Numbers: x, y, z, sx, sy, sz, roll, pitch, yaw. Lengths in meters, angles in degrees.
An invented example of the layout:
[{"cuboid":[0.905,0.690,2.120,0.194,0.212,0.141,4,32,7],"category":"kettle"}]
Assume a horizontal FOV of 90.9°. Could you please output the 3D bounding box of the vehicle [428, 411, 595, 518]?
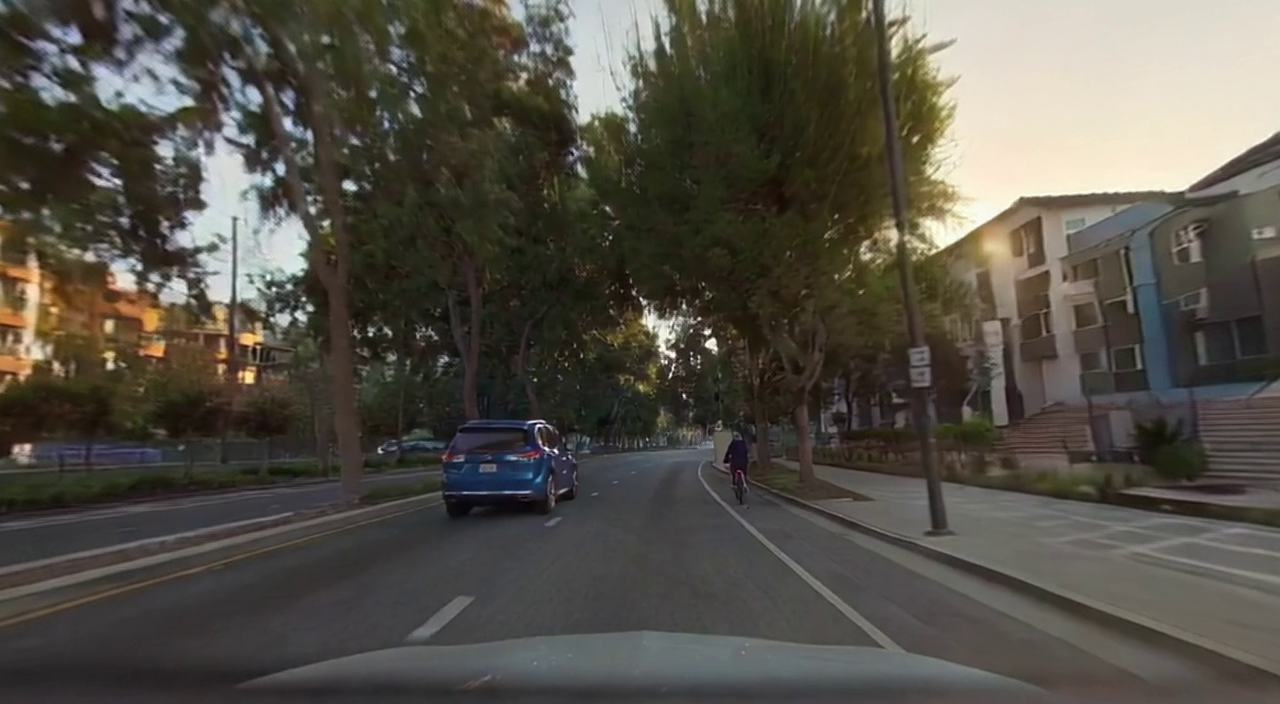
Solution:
[{"cuboid":[-2.442,2.368,13.684,2.294,1.859,5.127,-1,-9,3],"category":"vehicle"}]
